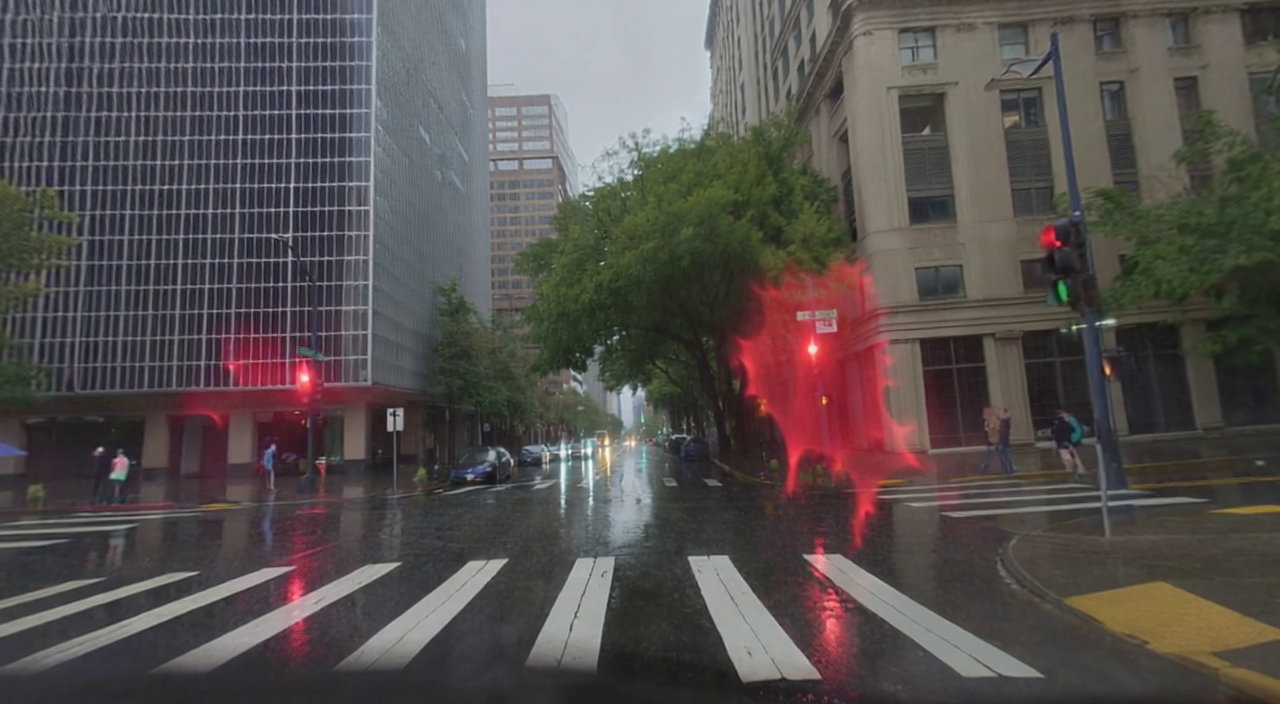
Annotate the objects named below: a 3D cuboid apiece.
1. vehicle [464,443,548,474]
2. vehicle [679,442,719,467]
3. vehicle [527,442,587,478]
[{"bbox_3d":[-8.011,6.372,38.012,4.526,1.726,1.963,8,-12,-44],"label":"vehicle"},{"bbox_3d":[3.558,6.279,38.863,1.853,1.426,4.160,1,-8,-3],"label":"vehicle"},{"bbox_3d":[-3.649,4.824,28.535,1.989,1.481,4.500,0,-8,1],"label":"vehicle"}]
